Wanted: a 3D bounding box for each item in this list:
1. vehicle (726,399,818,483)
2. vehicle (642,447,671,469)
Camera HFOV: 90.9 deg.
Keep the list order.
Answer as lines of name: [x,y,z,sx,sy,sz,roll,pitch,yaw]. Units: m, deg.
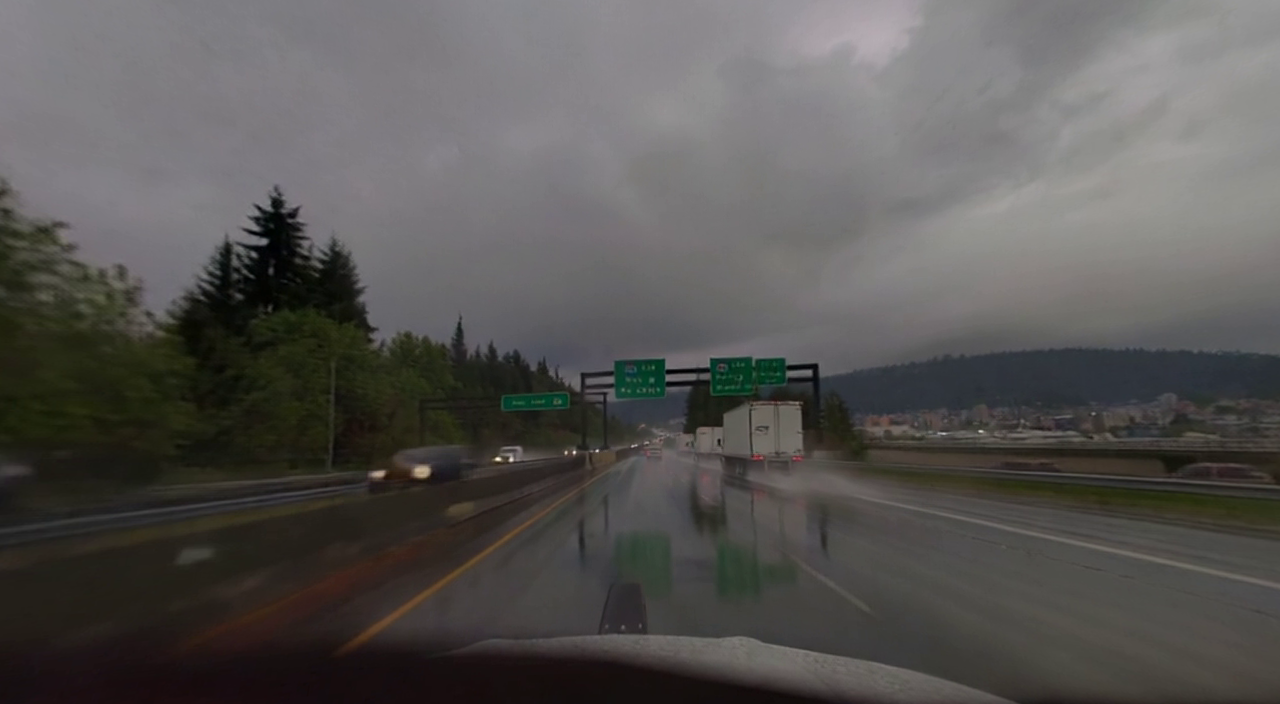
vehicle: [5.848,4.167,29.286,2.743,3.367,7.306,0,-9,1]
vehicle: [1.201,7.783,46.453,2.049,1.500,3.790,0,-9,1]
